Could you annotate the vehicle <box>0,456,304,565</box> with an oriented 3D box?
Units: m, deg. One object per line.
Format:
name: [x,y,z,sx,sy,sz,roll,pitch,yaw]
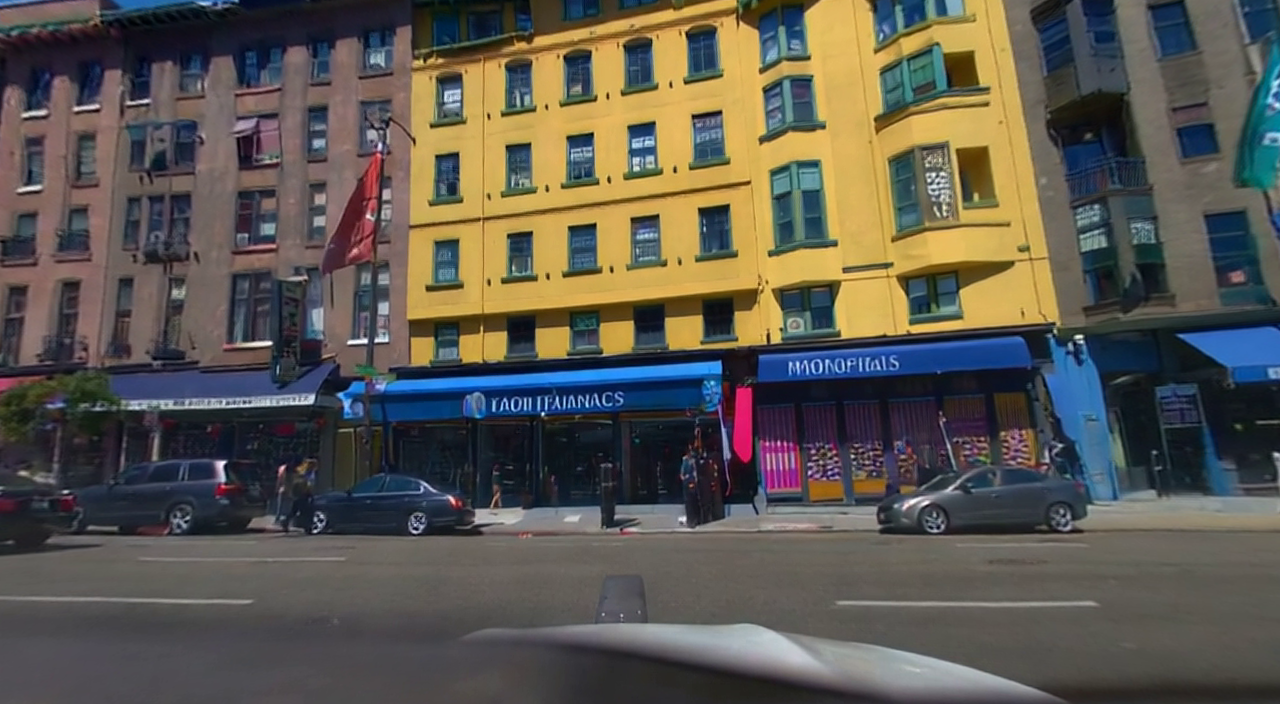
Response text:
vehicle: [-8.019,2.413,10.065,4.330,1.458,1.932,-2,-9,10]

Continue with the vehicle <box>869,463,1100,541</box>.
vehicle: [8.091,3.546,15.220,4.410,1.687,1.834,-1,-9,3]

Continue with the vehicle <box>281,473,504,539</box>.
vehicle: [-6.055,3.791,15.794,4.830,1.421,1.826,-1,-9,5]
